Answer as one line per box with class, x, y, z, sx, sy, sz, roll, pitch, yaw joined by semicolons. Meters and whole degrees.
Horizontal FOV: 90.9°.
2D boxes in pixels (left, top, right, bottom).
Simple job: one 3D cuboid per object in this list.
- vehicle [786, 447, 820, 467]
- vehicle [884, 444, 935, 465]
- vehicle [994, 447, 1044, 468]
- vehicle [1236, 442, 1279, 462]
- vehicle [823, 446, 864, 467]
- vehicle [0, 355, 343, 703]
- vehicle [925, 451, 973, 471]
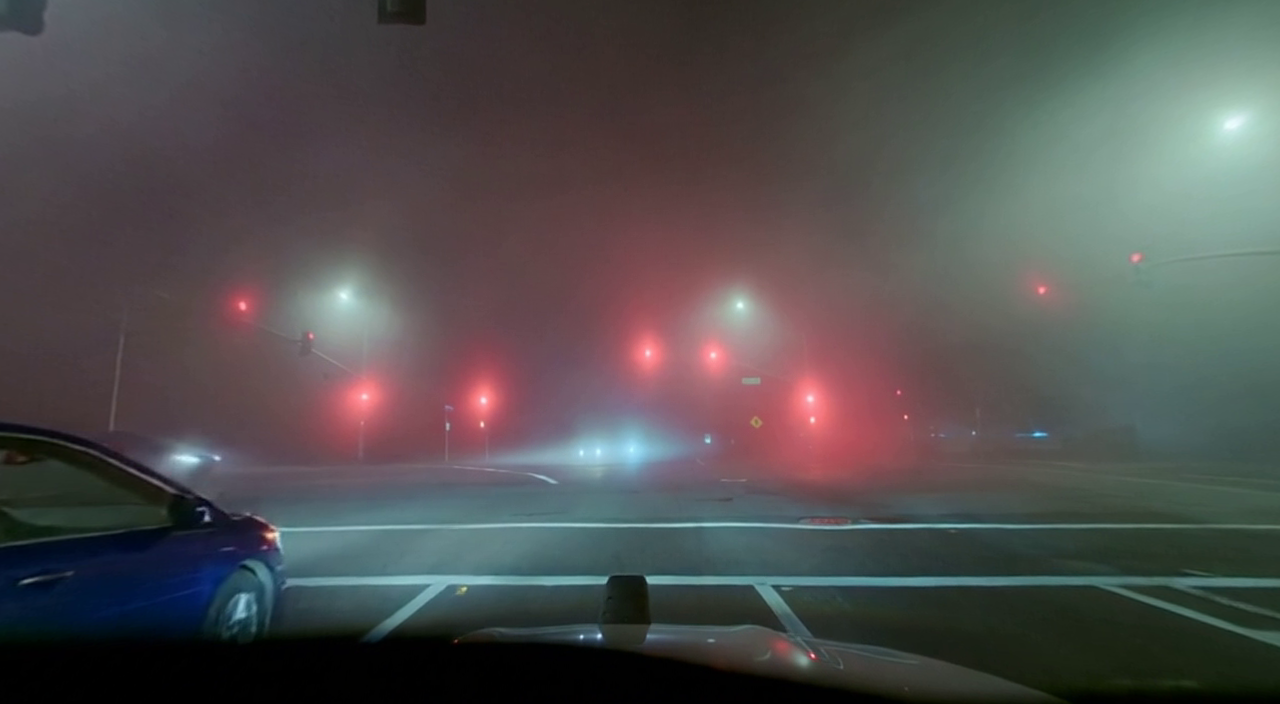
vehicle;12.460;8.078;48.499;1.647;1.386;3.725;-1;-8;1
vehicle;20.478;7.805;48.118;1.815;1.515;4.552;0;-8;-1
vehicle;28.377;7.895;47.347;1.662;1.440;3.583;-1;-8;3
vehicle;46.816;7.409;46.843;1.574;1.369;3.611;-1;-8;5
vehicle;15.475;7.948;48.061;1.714;1.458;4.206;0;-8;0
vehicle;-3.052;0.819;2.076;2.055;1.573;4.065;0;-8;2
vehicle;22.954;8.111;46.978;1.633;1.324;3.449;0;-8;-3
